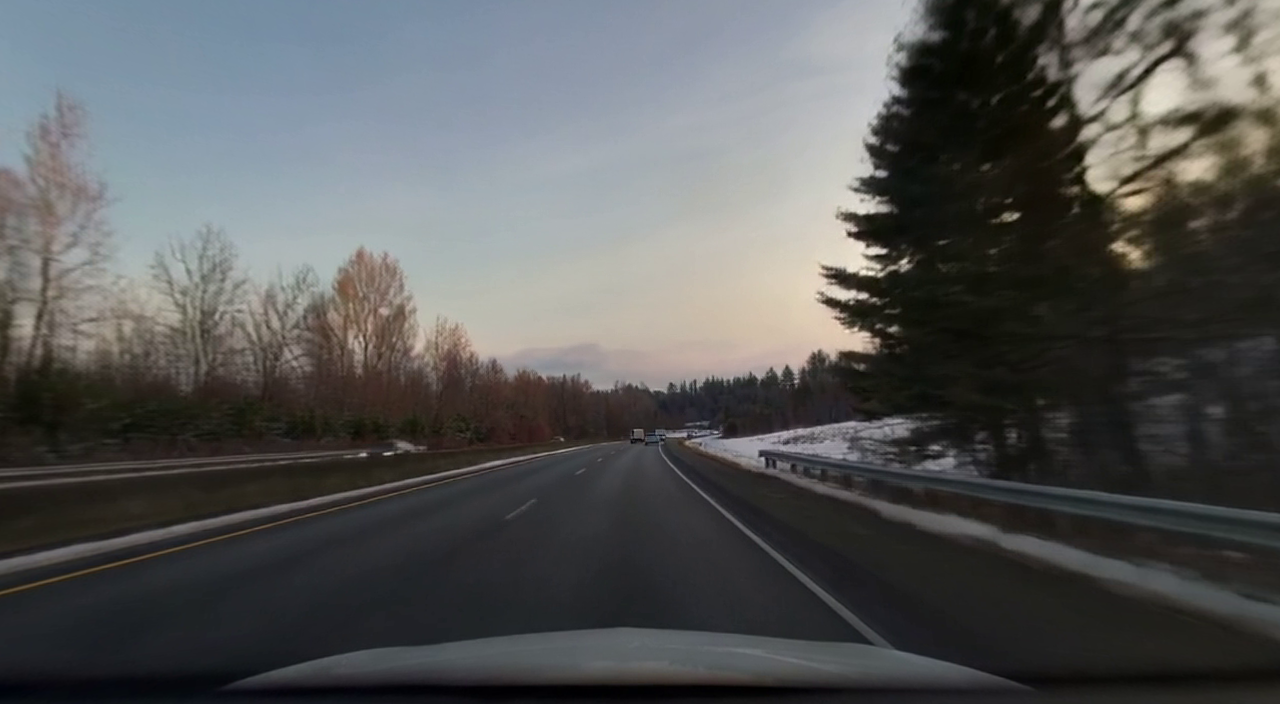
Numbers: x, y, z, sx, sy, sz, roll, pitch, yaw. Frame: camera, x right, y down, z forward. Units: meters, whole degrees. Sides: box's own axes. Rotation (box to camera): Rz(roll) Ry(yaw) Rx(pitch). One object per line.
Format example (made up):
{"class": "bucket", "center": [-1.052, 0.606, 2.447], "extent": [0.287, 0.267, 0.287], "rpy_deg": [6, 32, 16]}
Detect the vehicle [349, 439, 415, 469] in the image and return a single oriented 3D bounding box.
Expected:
{"class": "vehicle", "center": [-14.819, 5.856, 36.400], "extent": [1.949, 1.553, 4.335], "rpy_deg": [0, -8, 1]}
